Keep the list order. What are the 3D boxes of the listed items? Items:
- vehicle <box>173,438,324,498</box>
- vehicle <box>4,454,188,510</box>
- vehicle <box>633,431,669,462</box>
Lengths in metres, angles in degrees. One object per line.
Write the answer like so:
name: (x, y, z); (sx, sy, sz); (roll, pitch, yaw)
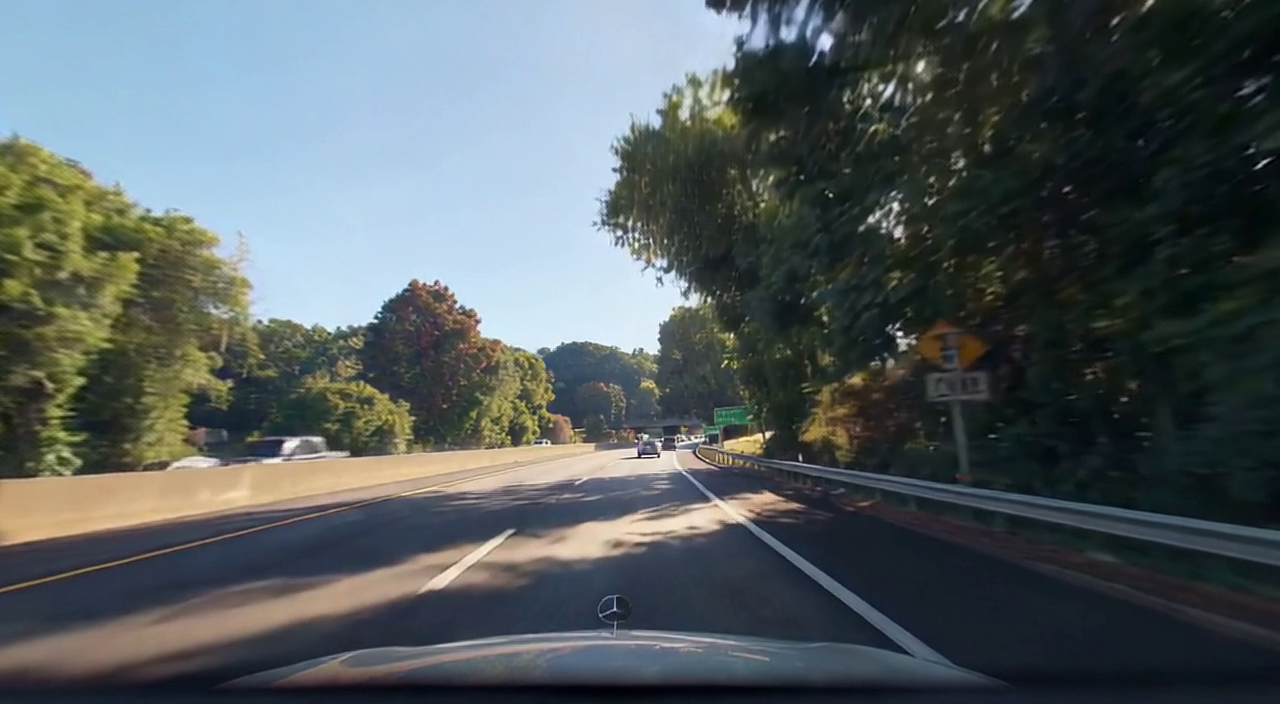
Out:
vehicle: (-13.465, 3.970, 22.111); (2.094, 1.856, 4.800); (-1, -8, 1)
vehicle: (-17.111, 4.065, 20.186); (1.863, 1.465, 4.531); (0, -8, 0)
vehicle: (0.729, 6.013, 40.120); (2.188, 1.825, 4.282); (-1, -8, 2)
